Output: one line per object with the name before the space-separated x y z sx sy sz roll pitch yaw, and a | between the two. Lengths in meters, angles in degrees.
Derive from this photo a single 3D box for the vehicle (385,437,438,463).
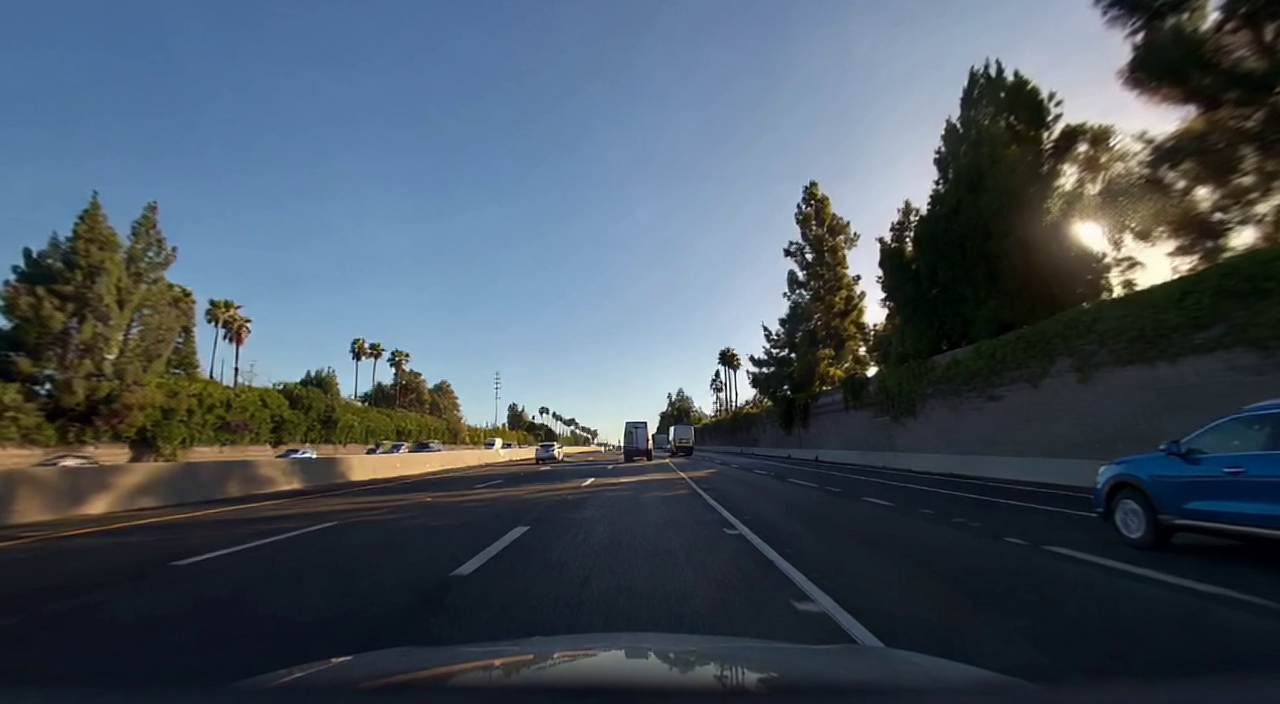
vehicle | -17.765 7.619 49.345 2.240 1.891 5.113 0 -8 0

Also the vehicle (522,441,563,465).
vehicle | -6.679 6.968 43.669 2.097 1.525 4.632 0 -8 1

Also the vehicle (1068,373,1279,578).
vehicle | 7.190 1.184 6.107 2.361 1.911 5.286 0 -8 0

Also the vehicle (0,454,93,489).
vehicle | -26.729 5.254 27.979 1.799 1.371 3.407 0 -8 0
